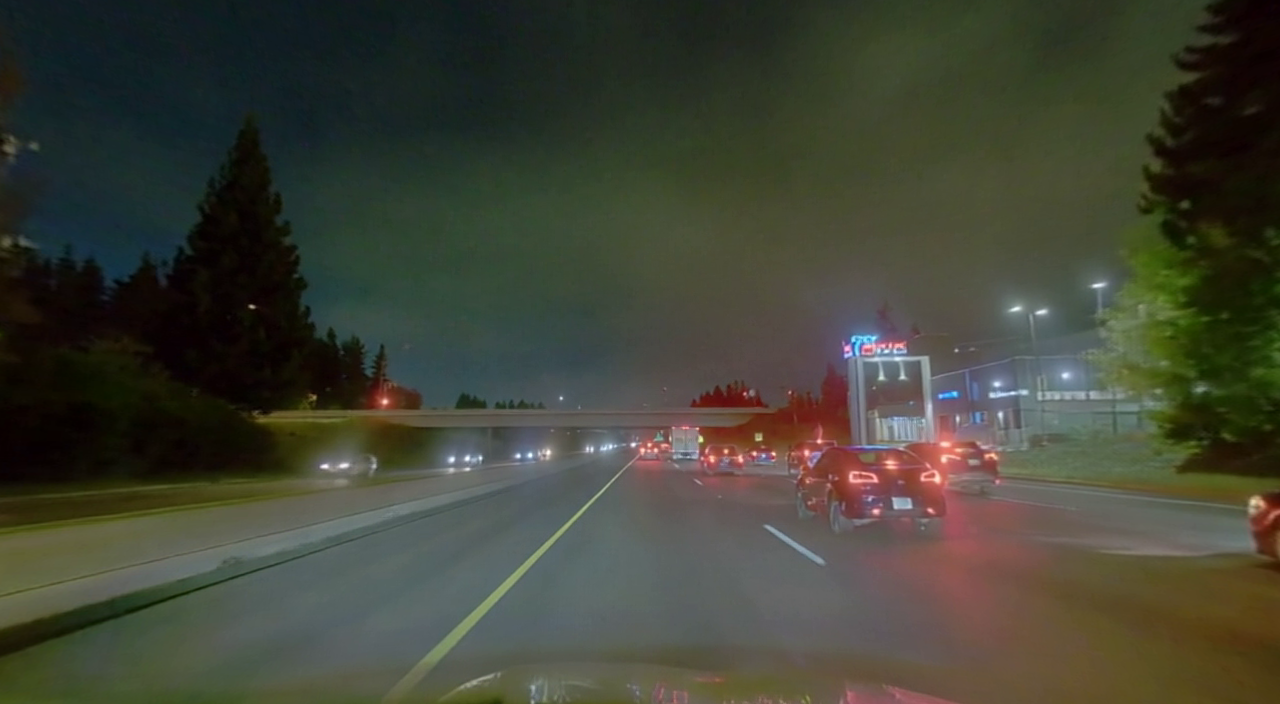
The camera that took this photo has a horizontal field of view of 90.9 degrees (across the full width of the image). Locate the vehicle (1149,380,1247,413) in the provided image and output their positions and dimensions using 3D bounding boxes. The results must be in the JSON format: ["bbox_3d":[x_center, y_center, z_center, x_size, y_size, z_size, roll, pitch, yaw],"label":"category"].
[{"bbox_3d":[35.422,2.905,40.213,2.024,1.757,4.696,0,-8,2],"label":"vehicle"}]

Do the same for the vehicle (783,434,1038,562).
[{"bbox_3d":[3.694,2.046,9.687,1.902,1.481,4.451,0,-8,-1],"label":"vehicle"}]

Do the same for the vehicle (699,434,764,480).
[{"bbox_3d":[3.963,4.617,28.075,2.086,1.858,4.737,0,-8,-1],"label":"vehicle"}]
